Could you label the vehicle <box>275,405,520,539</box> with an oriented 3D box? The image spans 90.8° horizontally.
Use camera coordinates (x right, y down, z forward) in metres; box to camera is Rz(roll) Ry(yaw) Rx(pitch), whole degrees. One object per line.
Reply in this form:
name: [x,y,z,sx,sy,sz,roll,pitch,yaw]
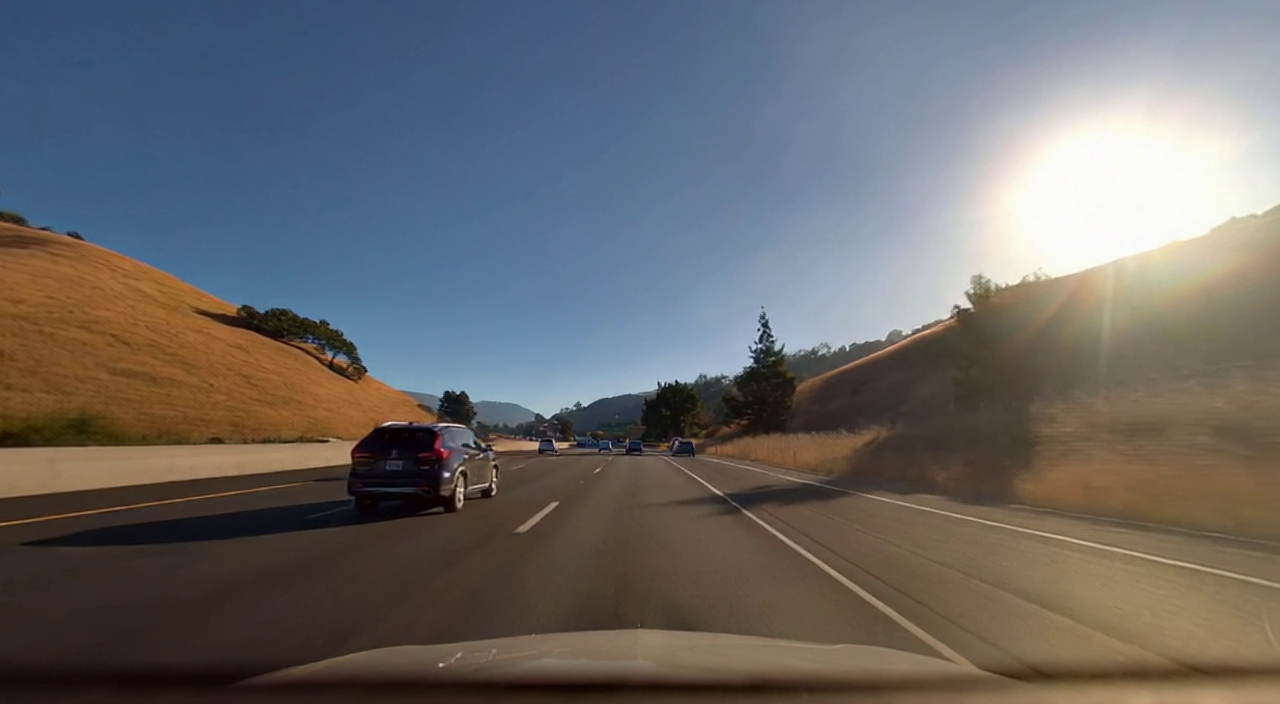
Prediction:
vehicle: [-3.552,1.871,10.466,2.166,1.700,4.661,0,-8,1]
